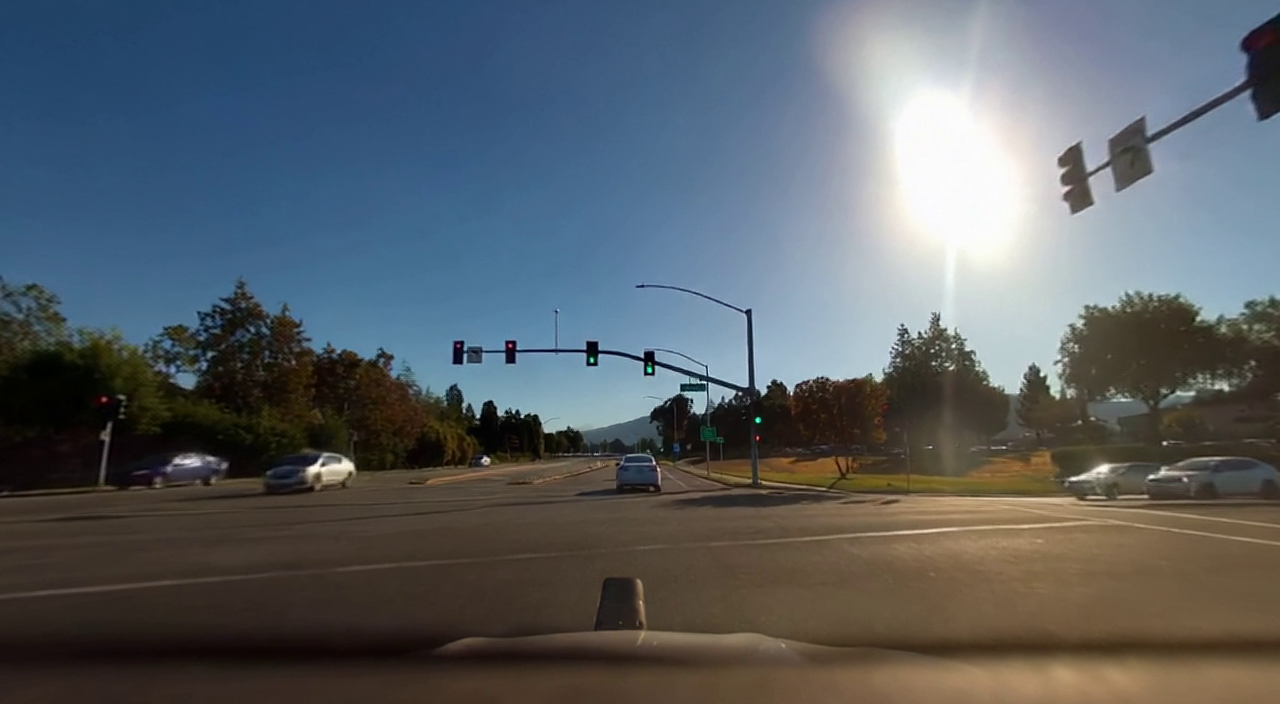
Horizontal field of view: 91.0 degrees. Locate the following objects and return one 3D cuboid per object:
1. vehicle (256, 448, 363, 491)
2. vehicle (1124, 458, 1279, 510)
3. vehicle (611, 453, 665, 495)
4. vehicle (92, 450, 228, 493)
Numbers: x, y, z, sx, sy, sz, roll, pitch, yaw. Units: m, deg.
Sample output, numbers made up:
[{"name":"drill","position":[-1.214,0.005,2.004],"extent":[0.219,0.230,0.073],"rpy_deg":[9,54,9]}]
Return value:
[{"name":"vehicle","position":[-14.080,5.009,27.172],"extent":[2.024,1.663,4.502],"rpy_deg":[0,-8,3]},{"name":"vehicle","position":[18.218,4.121,19.893],"extent":[4.441,1.466,1.982],"rpy_deg":[1,-9,-9]},{"name":"vehicle","position":[-0.070,4.692,24.522],"extent":[1.954,1.469,3.465],"rpy_deg":[0,-8,0]},{"name":"vehicle","position":[-21.746,5.390,28.818],"extent":[2.189,1.720,4.653],"rpy_deg":[-1,-9,8]}]
